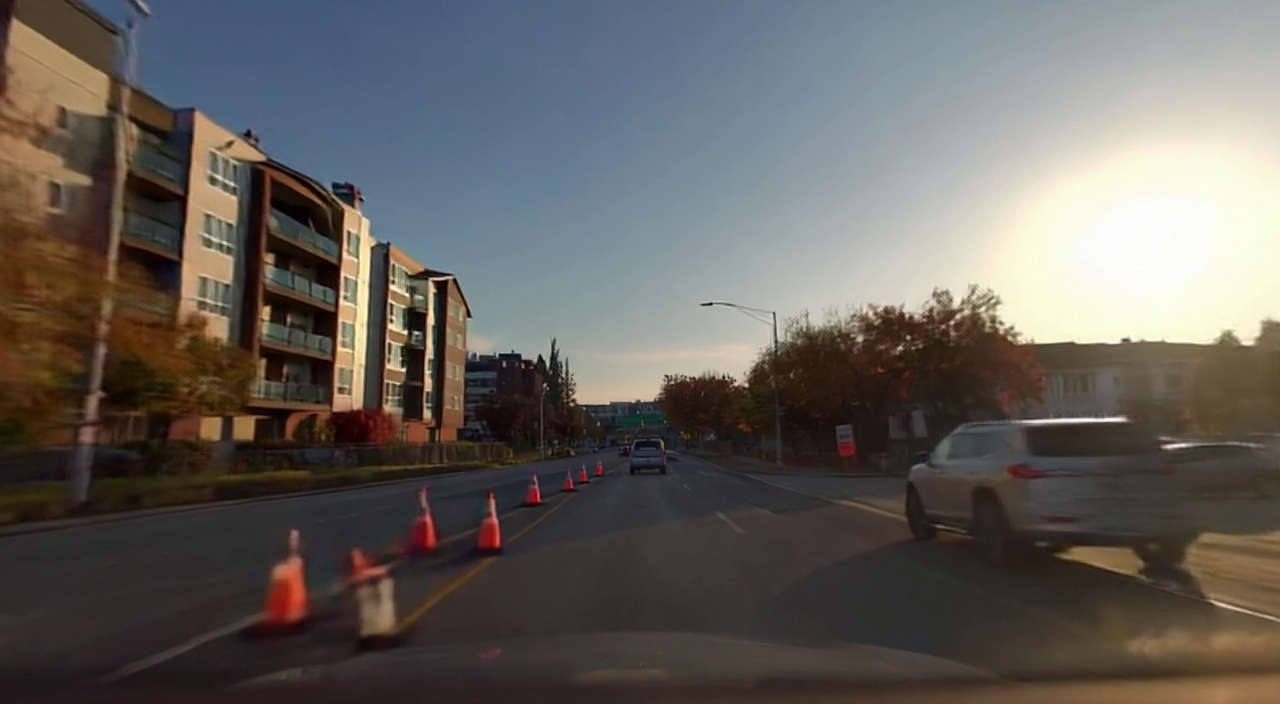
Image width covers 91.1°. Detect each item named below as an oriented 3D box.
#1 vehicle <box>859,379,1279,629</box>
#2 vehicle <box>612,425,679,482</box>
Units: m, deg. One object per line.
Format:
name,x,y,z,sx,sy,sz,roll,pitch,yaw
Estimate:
vehicle,4.293,1.540,7.538,2.120,1.828,5.531,-1,-9,9
vehicle,0.338,4.720,29.502,2.762,2.309,6.723,0,-8,2
